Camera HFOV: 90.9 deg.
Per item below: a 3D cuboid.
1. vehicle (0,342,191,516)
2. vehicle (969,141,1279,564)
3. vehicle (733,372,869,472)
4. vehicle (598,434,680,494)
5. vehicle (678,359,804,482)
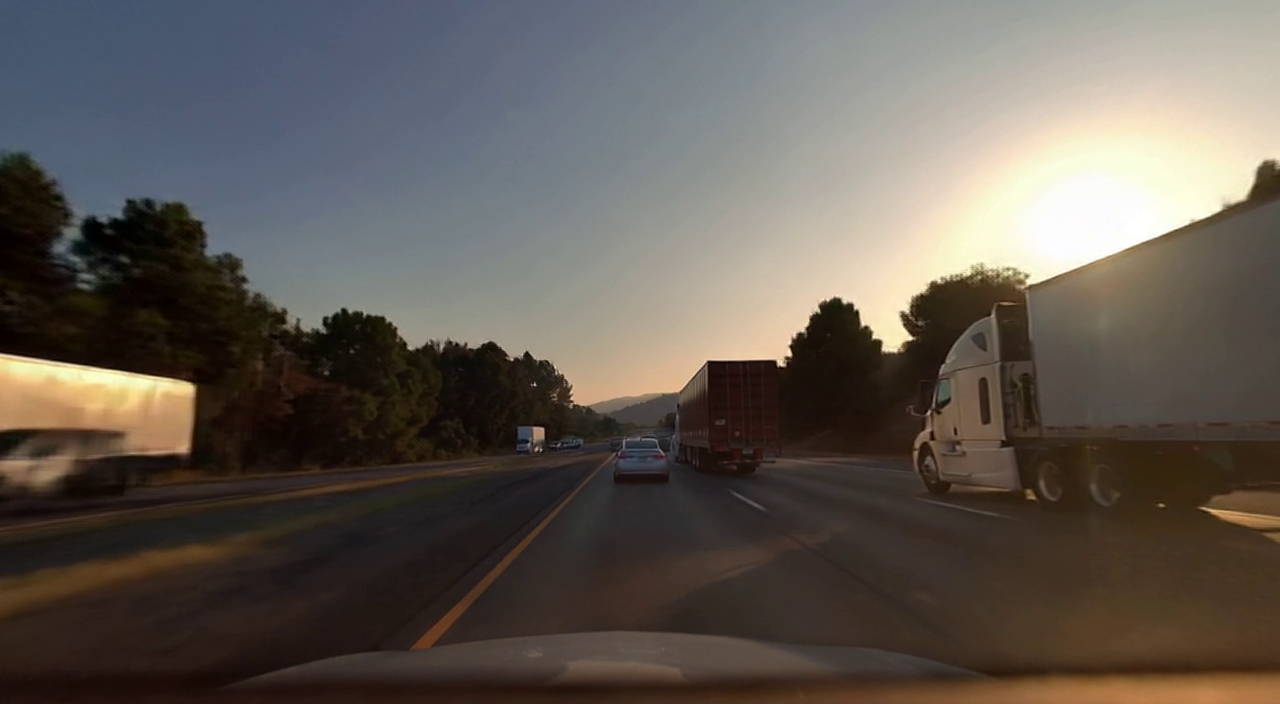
[{"bbox_3d":[-16.516,1.716,14.078,2.951,4.048,14.085,0,-8,-2],"label":"vehicle"},{"bbox_3d":[8.155,-0.187,5.065,3.110,4.308,14.260,0,-8,-1],"label":"vehicle"},{"bbox_3d":[7.671,3.801,33.044,2.876,4.111,14.145,0,-8,-2],"label":"vehicle"},{"bbox_3d":[-0.077,3.053,17.653,2.038,1.477,3.773,0,-8,-2],"label":"vehicle"},{"bbox_3d":[3.802,3.203,28.182,2.888,4.099,14.183,0,-8,-2],"label":"vehicle"}]
